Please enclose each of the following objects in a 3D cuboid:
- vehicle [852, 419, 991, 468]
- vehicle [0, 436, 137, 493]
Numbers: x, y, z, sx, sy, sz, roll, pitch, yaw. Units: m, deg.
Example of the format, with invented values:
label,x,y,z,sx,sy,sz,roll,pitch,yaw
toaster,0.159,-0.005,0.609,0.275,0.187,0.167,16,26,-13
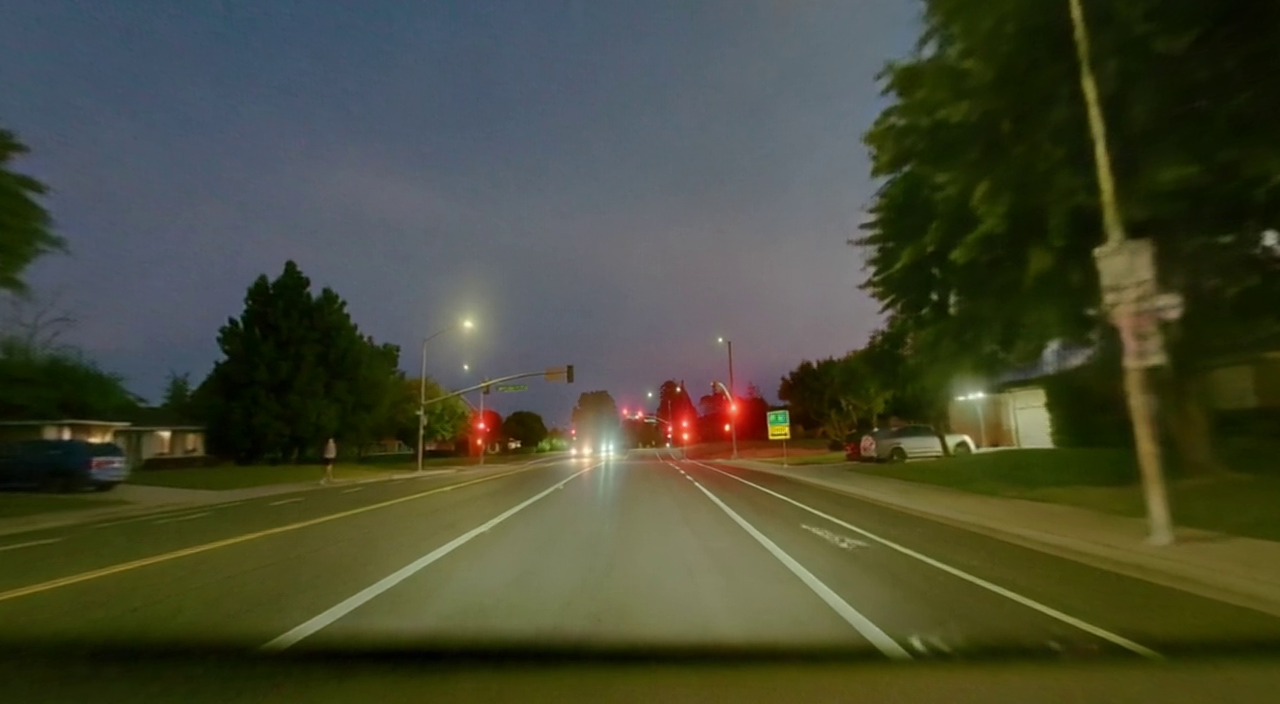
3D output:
label,x,y,z,sx,sy,sz,roll,pitch,yaw
vehicle,10.752,3.530,24.402,4.423,1.779,1.883,0,-8,0
vehicle,-18.826,3.536,19.992,4.115,1.699,1.848,0,-8,-1
